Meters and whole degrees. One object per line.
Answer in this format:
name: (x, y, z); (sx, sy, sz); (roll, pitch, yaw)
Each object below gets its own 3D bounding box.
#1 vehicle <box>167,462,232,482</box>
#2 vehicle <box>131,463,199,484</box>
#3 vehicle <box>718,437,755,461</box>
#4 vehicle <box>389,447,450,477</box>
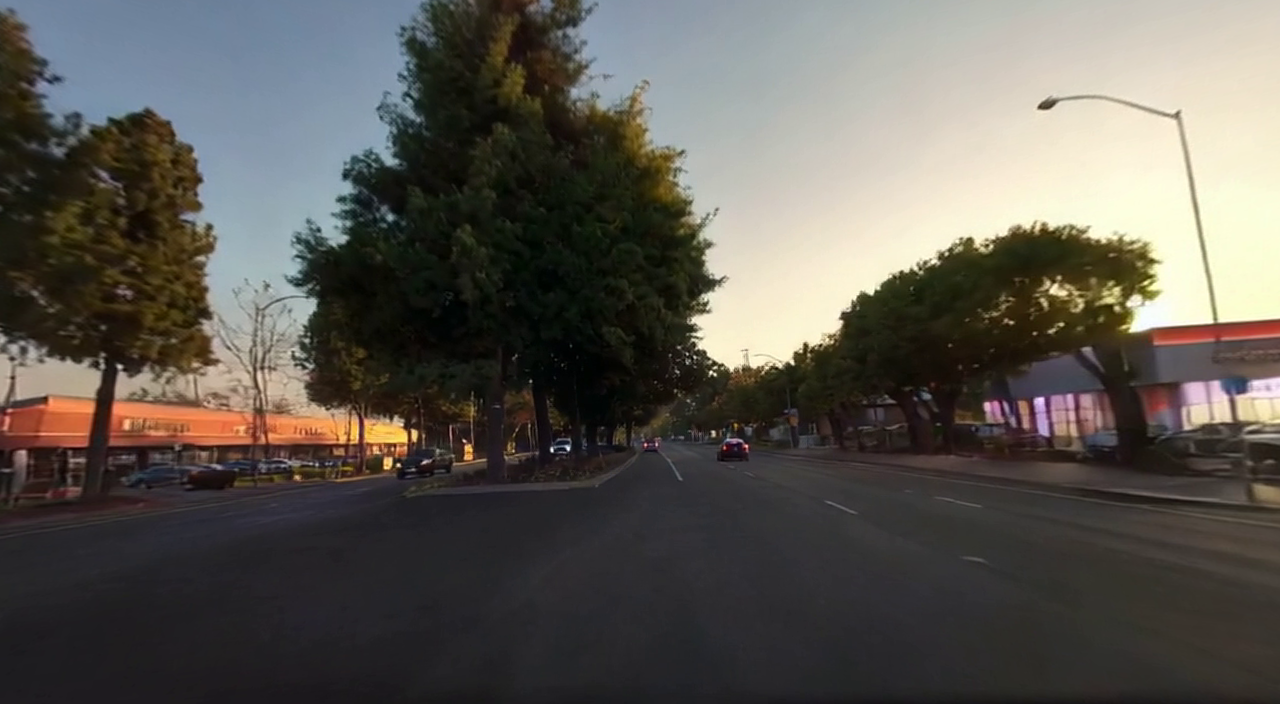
vehicle: (-33.956, 9.233, 48.756); (3.780, 1.444, 1.678); (0, -8, 2)
vehicle: (-34.994, 8.953, 46.587); (3.653, 1.445, 1.657); (0, -9, 0)
vehicle: (6.918, 7.016, 45.533); (1.957, 1.643, 4.226); (0, -9, 0)
vehicle: (-13.553, 6.750, 39.085); (1.938, 1.743, 4.310); (-1, -9, 4)
